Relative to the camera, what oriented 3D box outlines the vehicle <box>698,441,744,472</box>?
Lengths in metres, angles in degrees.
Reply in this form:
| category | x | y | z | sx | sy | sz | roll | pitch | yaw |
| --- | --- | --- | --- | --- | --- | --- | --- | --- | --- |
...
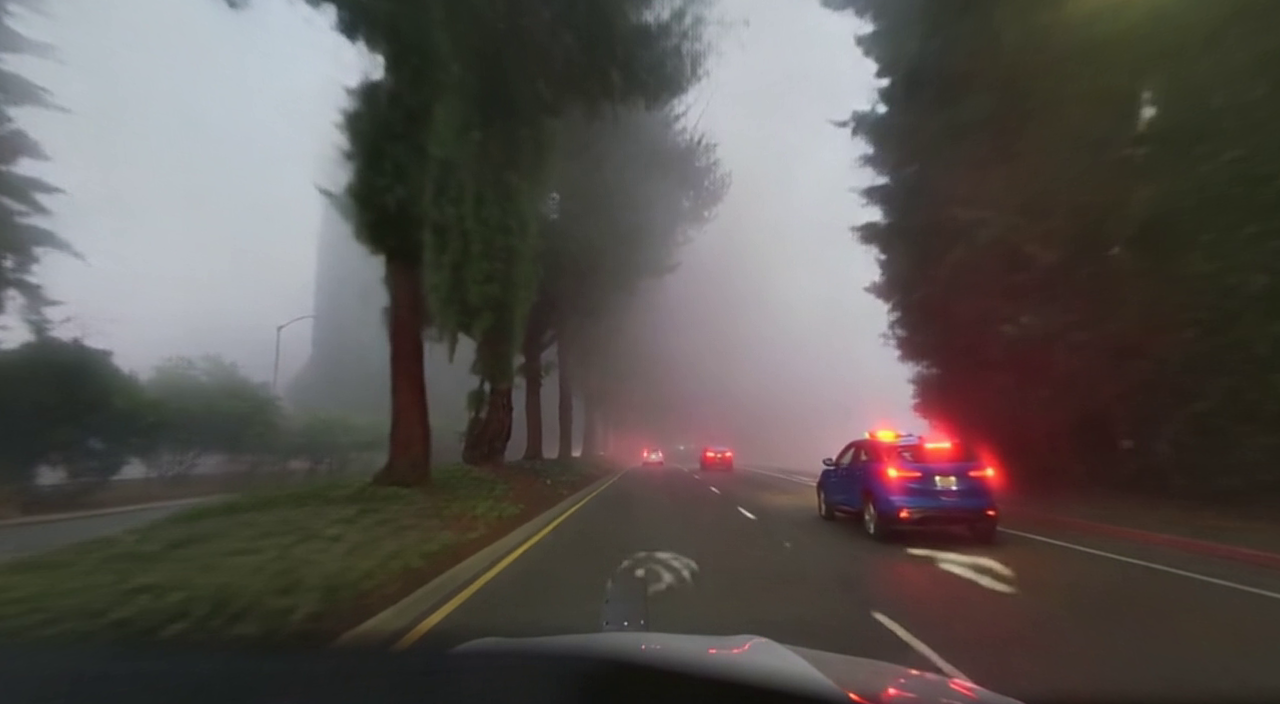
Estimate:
| category | x | y | z | sx | sy | sz | roll | pitch | yaw |
| --- | --- | --- | --- | --- | --- | --- | --- | --- | --- |
| vehicle | 4.561 | 5.951 | 36.211 | 2.110 | 1.666 | 3.912 | 0 | -8 | 0 |

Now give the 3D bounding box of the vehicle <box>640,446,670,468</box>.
| category | x | y | z | sx | sy | sz | roll | pitch | yaw |
| --- | --- | --- | --- | --- | --- | --- | --- | --- | --- |
| vehicle | 1.043 | 7.420 | 44.933 | 2.026 | 1.466 | 4.282 | 0 | -8 | 0 |

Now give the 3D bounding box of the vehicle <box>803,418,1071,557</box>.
| category | x | y | z | sx | sy | sz | roll | pitch | yaw |
| --- | --- | --- | --- | --- | --- | --- | --- | --- | --- |
| vehicle | 4.079 | 1.919 | 9.629 | 2.052 | 1.639 | 4.123 | 0 | -8 | 0 |
